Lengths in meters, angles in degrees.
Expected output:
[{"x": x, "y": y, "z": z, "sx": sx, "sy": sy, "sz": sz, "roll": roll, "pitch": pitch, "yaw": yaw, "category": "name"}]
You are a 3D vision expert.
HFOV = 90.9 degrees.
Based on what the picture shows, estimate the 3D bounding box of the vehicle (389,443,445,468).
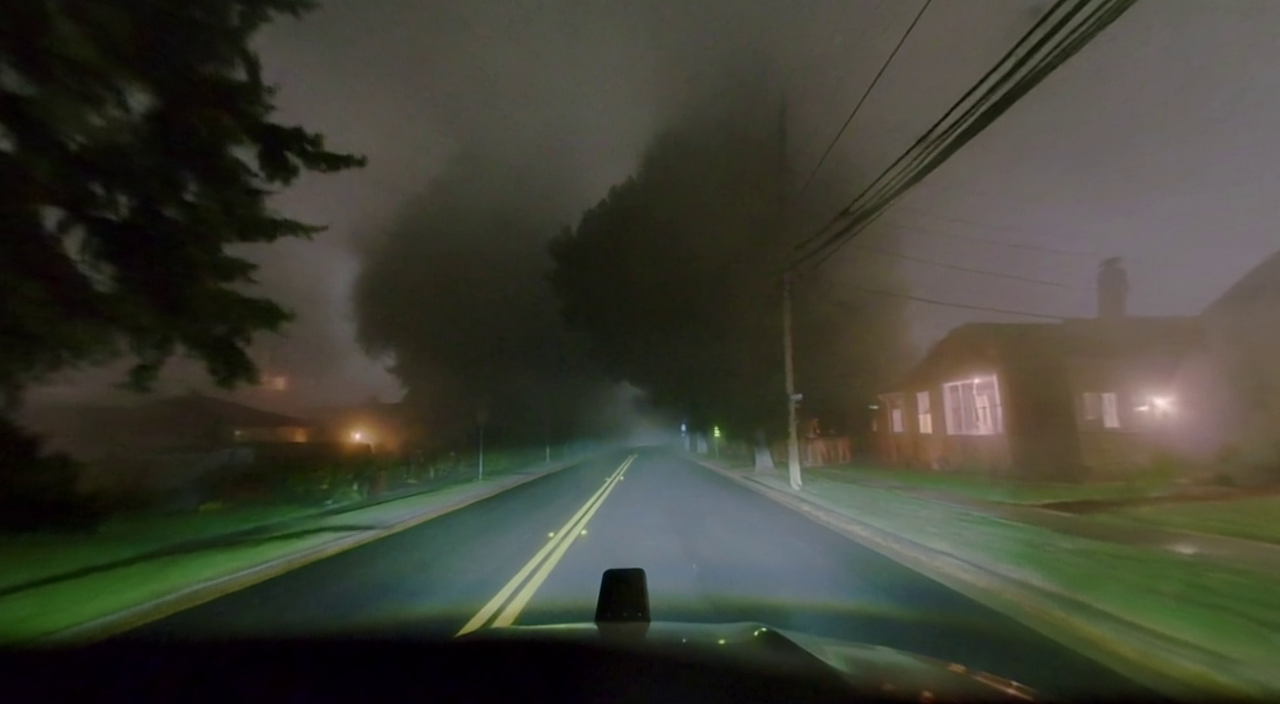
[{"x": -14.353, "y": 6.665, "z": 40.771, "sx": 1.830, "sy": 1.495, "sz": 4.641, "roll": 0, "pitch": -9, "yaw": 1, "category": "vehicle"}]

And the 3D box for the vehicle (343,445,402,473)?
[{"x": -17.225, "y": 6.877, "z": 40.812, "sx": 1.903, "sy": 1.500, "sz": 4.214, "roll": -3, "pitch": -7, "yaw": 1, "category": "vehicle"}]
